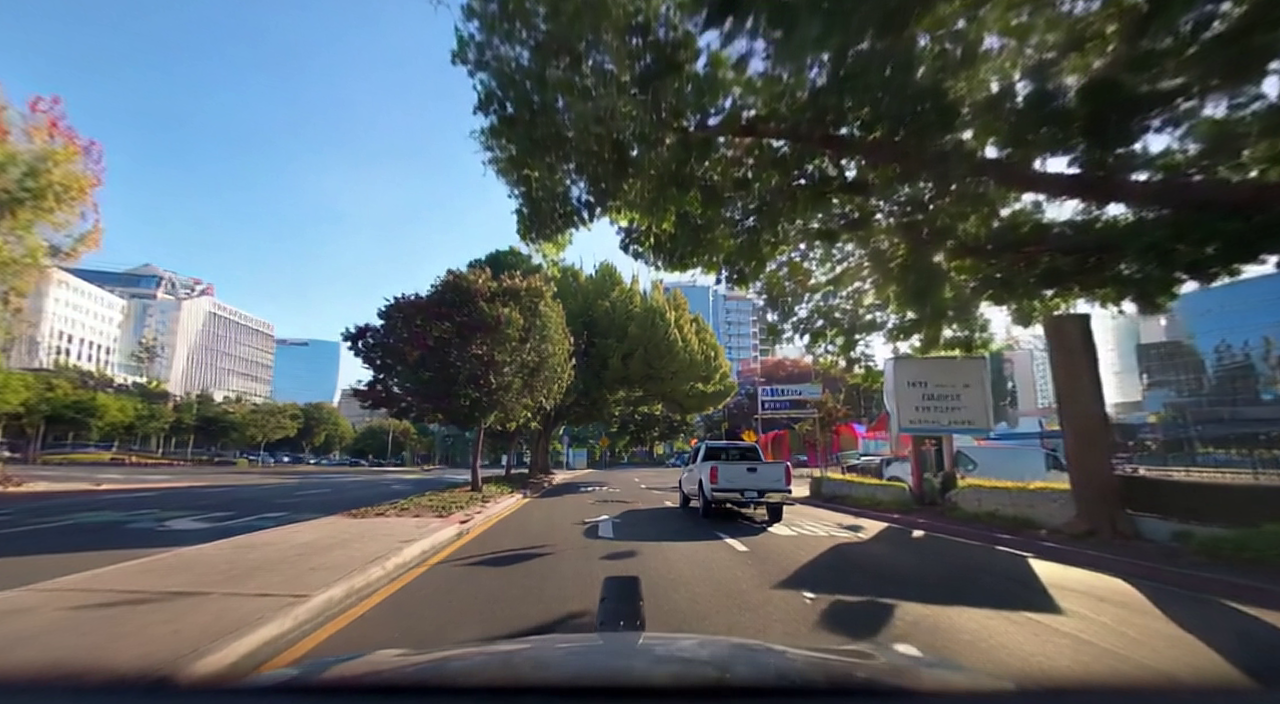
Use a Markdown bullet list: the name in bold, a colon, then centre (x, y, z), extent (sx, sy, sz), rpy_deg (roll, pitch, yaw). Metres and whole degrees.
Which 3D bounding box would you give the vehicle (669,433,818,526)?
- **vehicle**: centre (2.321, 3.134, 16.157), extent (2.402, 1.922, 5.677), rpy_deg (1, -9, -5)

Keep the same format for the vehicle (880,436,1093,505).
- **vehicle**: centre (14.558, 5.057, 26.917), extent (7.551, 2.142, 2.896), rpy_deg (5, -11, -4)
